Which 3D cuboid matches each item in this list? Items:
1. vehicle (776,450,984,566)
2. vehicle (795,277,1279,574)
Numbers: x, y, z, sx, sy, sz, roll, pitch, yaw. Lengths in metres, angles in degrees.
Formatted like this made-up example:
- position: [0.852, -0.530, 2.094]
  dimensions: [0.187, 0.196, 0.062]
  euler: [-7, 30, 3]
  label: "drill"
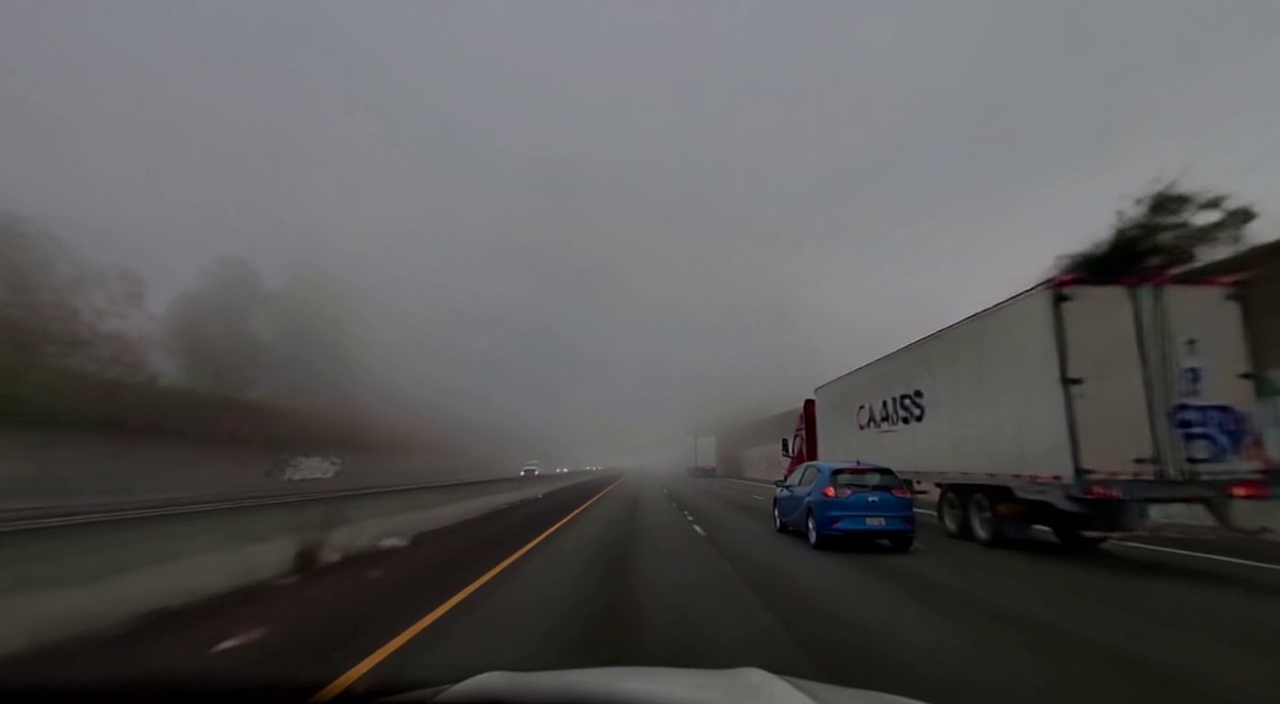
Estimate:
- position: [3.747, 2.534, 10.636]
  dimensions: [2.011, 1.574, 3.512]
  euler: [-1, -11, -1]
  label: "vehicle"
- position: [7.912, 2.449, 16.897]
  dimensions: [3.298, 4.017, 16.824]
  euler: [1, -10, 0]
  label: "vehicle"
